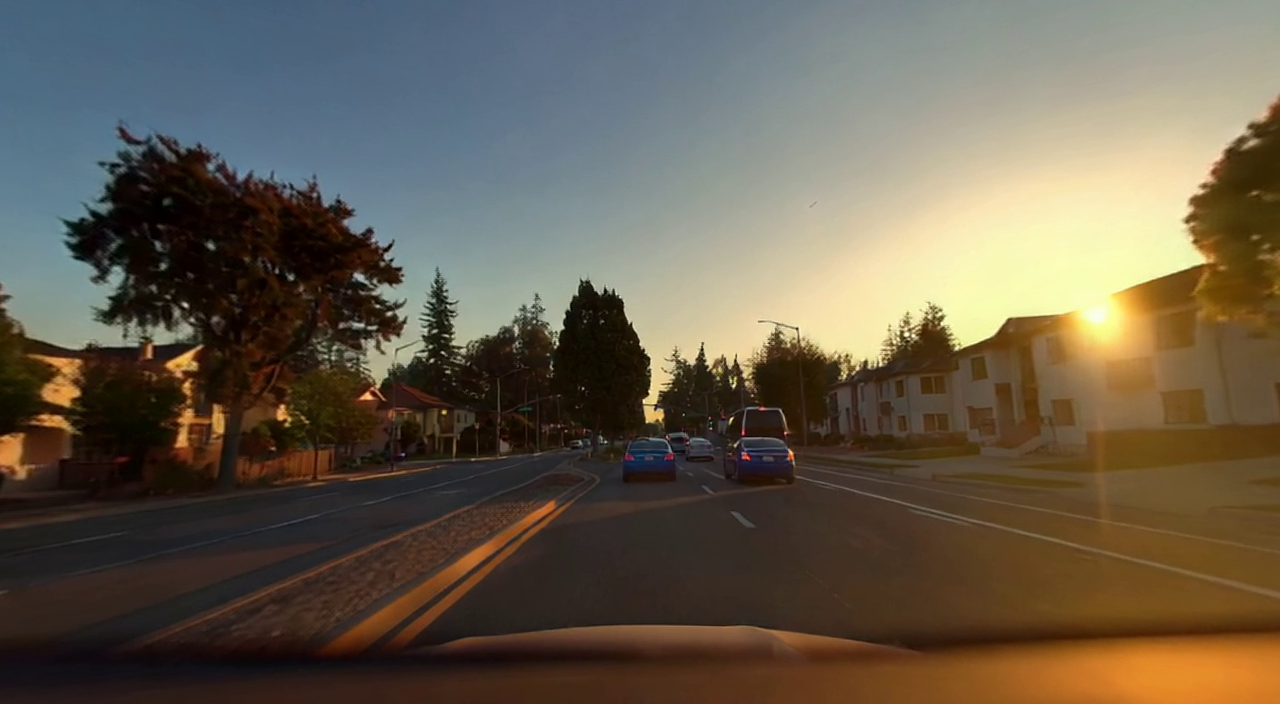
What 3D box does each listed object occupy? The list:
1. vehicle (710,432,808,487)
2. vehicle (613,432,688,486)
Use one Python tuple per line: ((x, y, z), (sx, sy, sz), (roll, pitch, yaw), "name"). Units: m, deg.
((3.573, 3.329, 19.917), (2.161, 1.519, 4.568), (0, -8, 0), "vehicle")
((0.302, 3.309, 19.761), (2.093, 1.497, 4.010), (0, -8, 0), "vehicle")
